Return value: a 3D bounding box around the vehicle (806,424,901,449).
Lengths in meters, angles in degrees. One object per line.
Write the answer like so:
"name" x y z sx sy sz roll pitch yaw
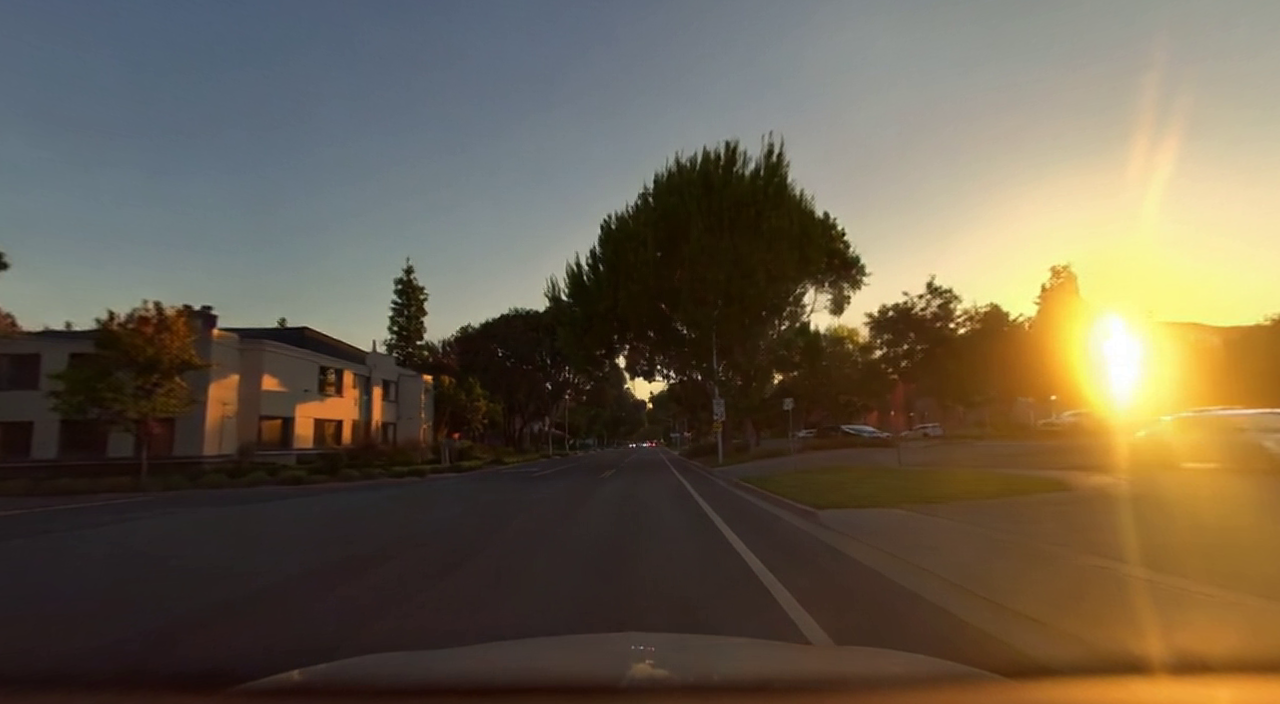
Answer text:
"vehicle" 12.773 5.096 37.924 4.955 1.489 2.002 0 -8 1

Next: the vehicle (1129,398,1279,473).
"vehicle" 13.702 1.882 14.037 1.927 1.464 4.644 0 -8 1

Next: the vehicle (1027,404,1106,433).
"vehicle" 27.244 4.319 40.457 1.850 1.706 4.610 0 -8 0
